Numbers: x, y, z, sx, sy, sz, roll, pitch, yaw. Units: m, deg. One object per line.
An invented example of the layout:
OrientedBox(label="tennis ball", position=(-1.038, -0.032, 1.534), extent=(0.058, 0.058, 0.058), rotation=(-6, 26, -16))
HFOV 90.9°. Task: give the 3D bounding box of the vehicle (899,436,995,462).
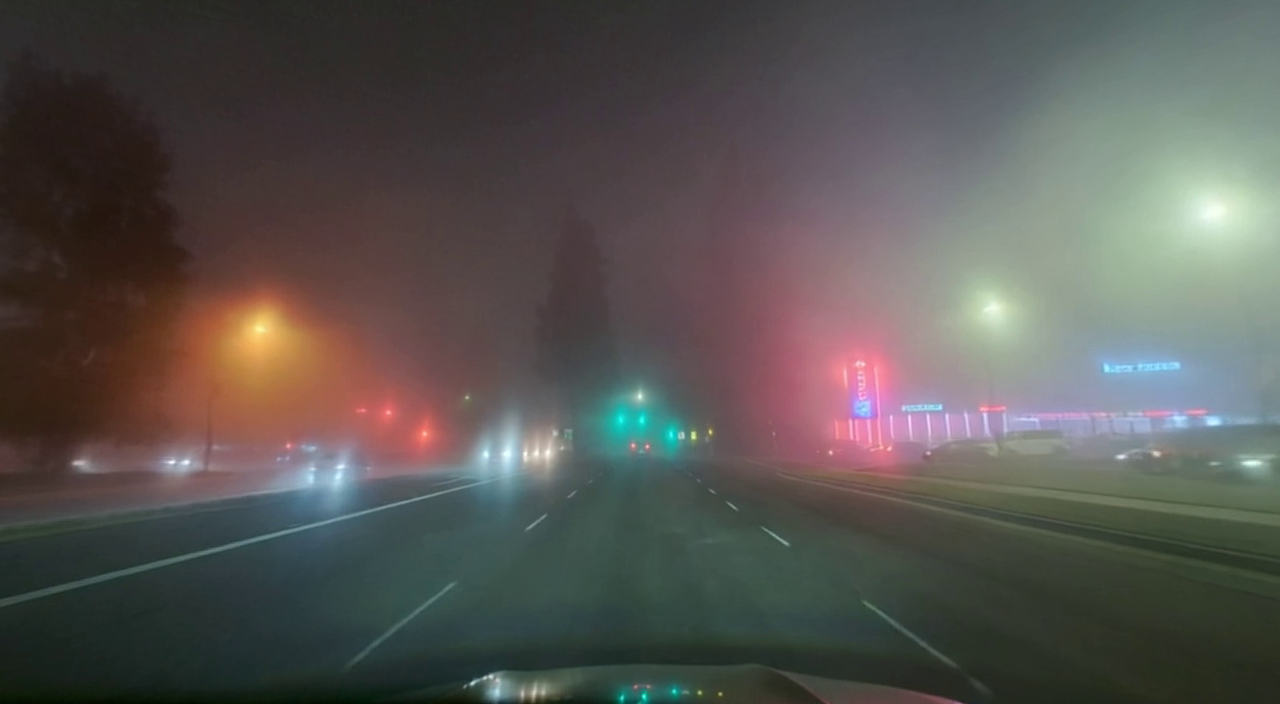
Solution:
OrientedBox(label="vehicle", position=(16.853, 5.337, 34.824), extent=(1.796, 1.351, 4.358), rotation=(6, -10, -36))

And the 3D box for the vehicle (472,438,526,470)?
OrientedBox(label="vehicle", position=(-7.865, 5.710, 35.588), extent=(2.231, 1.650, 5.052), rotation=(0, -8, -4))

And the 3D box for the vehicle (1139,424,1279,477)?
OrientedBox(label="vehicle", position=(17.804, 2.877, 18.532), extent=(4.571, 1.466, 1.934), rotation=(0, -8, -1))

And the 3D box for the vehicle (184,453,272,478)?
OrientedBox(label="vehicle", position=(-27.219, 7.472, 41.672), extent=(4.805, 1.537, 1.936), rotation=(-2, -9, 11))

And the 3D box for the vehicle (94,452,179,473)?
OrientedBox(label="vehicle", position=(-36.883, 8.117, 46.234), extent=(4.461, 1.443, 1.901), rotation=(0, -9, -3))

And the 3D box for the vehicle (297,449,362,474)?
OrientedBox(label="vehicle", position=(-20.144, 7.129, 41.157), extent=(1.942, 1.483, 4.597), rotation=(0, -8, 0))

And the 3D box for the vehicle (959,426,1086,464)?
OrientedBox(label="vehicle", position=(17.442, 4.267, 28.910), extent=(4.498, 1.671, 1.887), rotation=(-1, -8, 3))
